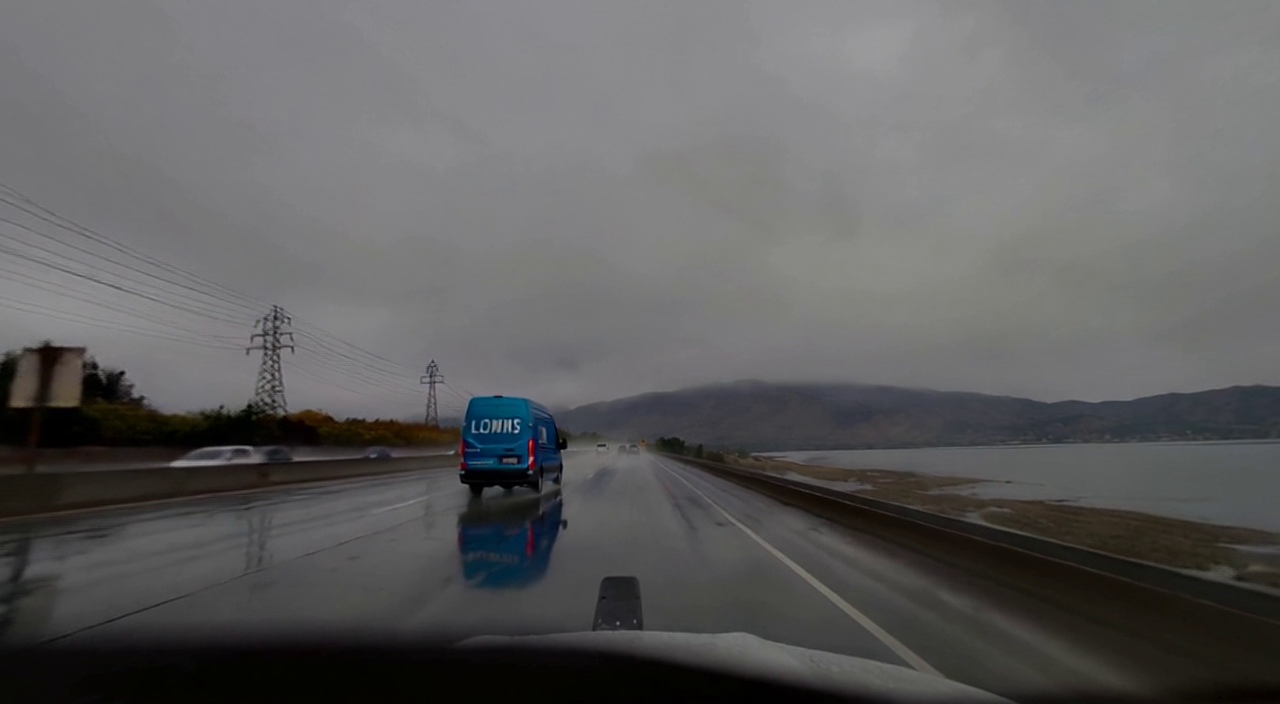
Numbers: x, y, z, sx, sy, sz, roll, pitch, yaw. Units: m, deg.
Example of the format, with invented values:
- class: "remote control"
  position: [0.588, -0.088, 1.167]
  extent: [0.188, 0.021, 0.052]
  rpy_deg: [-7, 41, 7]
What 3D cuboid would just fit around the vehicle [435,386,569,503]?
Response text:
- class: "vehicle"
  position: [-3.634, 2.673, 18.306]
  extent: [2.331, 2.757, 6.581]
  rpy_deg: [0, -8, 0]
